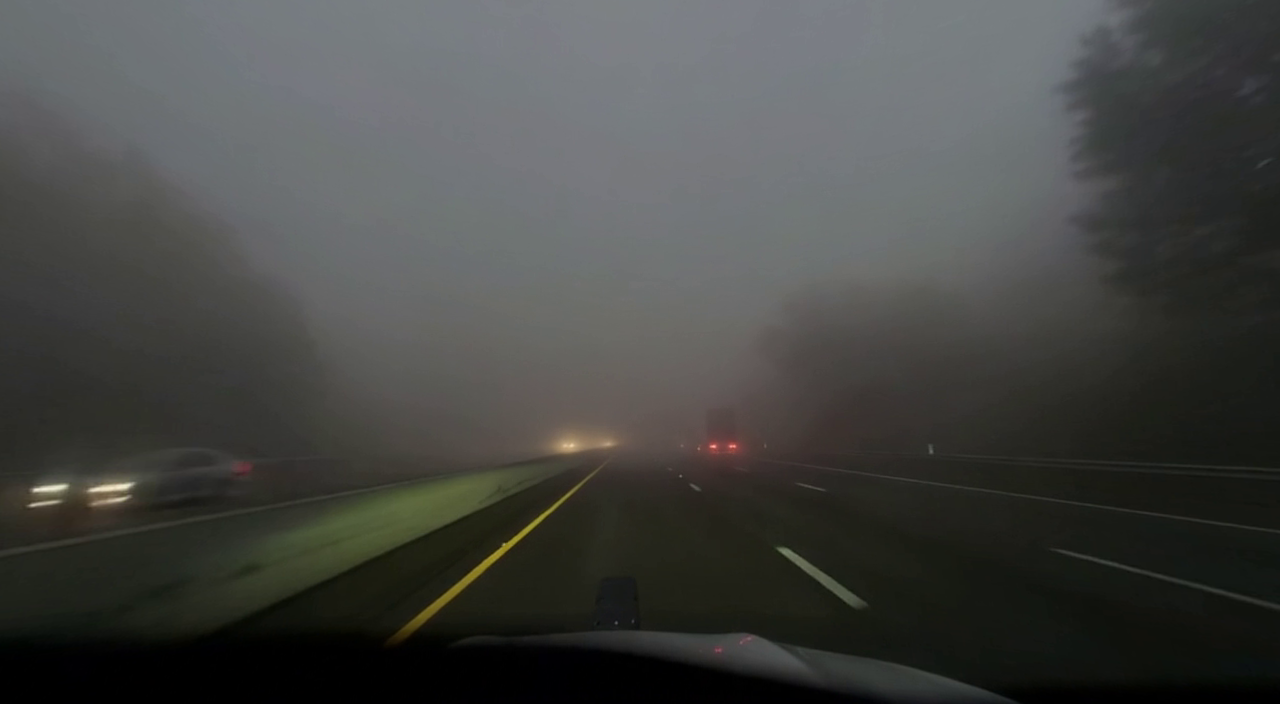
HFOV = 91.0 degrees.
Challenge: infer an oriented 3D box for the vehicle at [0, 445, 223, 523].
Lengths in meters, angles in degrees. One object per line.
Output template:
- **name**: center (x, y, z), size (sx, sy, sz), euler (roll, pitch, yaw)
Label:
- **vehicle**: center (-11.723, 2.855, 14.213), size (1.939, 1.470, 3.994), euler (0, -8, -1)
